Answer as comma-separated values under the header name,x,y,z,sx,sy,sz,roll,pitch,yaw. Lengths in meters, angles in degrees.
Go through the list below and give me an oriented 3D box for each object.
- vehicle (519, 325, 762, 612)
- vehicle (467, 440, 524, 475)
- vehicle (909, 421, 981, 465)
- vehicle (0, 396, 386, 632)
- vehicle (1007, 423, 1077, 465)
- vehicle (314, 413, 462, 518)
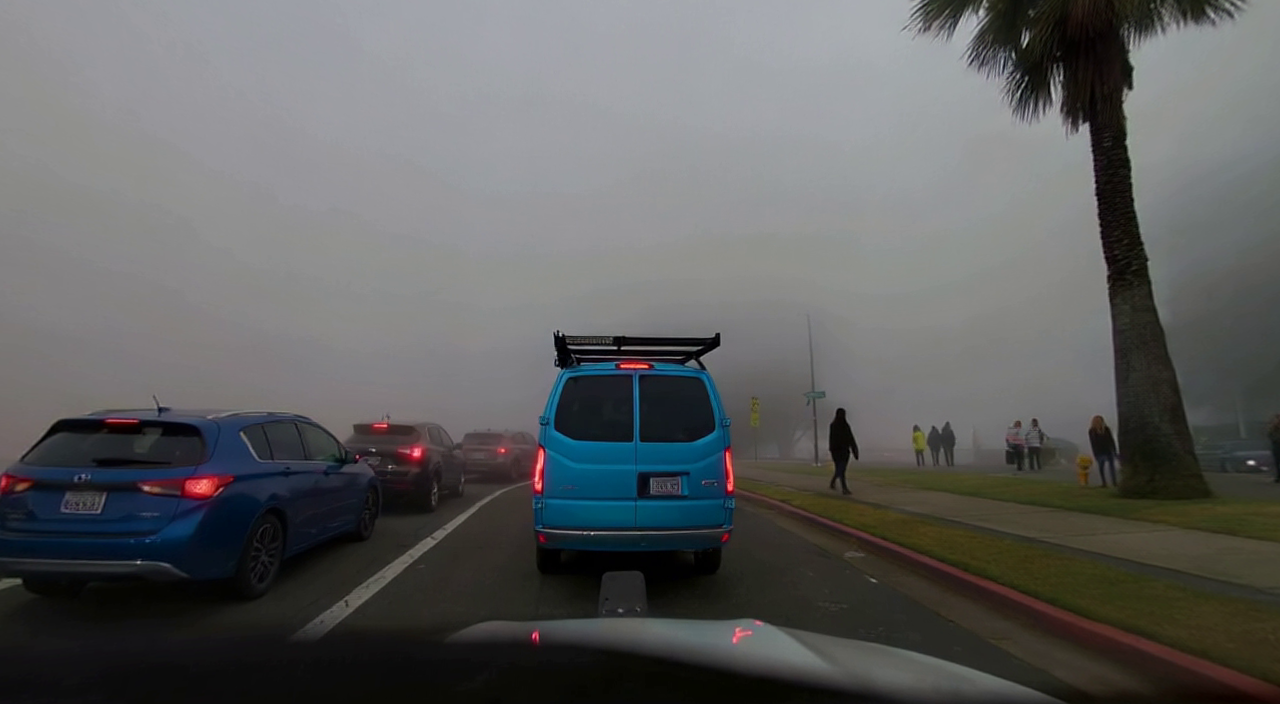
name,x,y,z,sx,sy,sz,roll,pitch,yaw
vehicle,-0.199,1.216,7.186,1.902,2.238,4.263,1,-9,-6
vehicle,-6.844,4.891,29.577,1.818,1.479,4.428,4,-9,-22
vehicle,12.637,3.762,26.044,2.046,1.675,3.924,-6,-10,33
vehicle,-4.390,1.465,6.666,1.986,1.643,4.315,1,-9,-6
vehicle,15.790,3.617,24.721,2.048,1.475,3.972,-6,-10,34
vehicle,-5.216,2.411,13.890,2.089,1.854,5.022,2,-9,-11
